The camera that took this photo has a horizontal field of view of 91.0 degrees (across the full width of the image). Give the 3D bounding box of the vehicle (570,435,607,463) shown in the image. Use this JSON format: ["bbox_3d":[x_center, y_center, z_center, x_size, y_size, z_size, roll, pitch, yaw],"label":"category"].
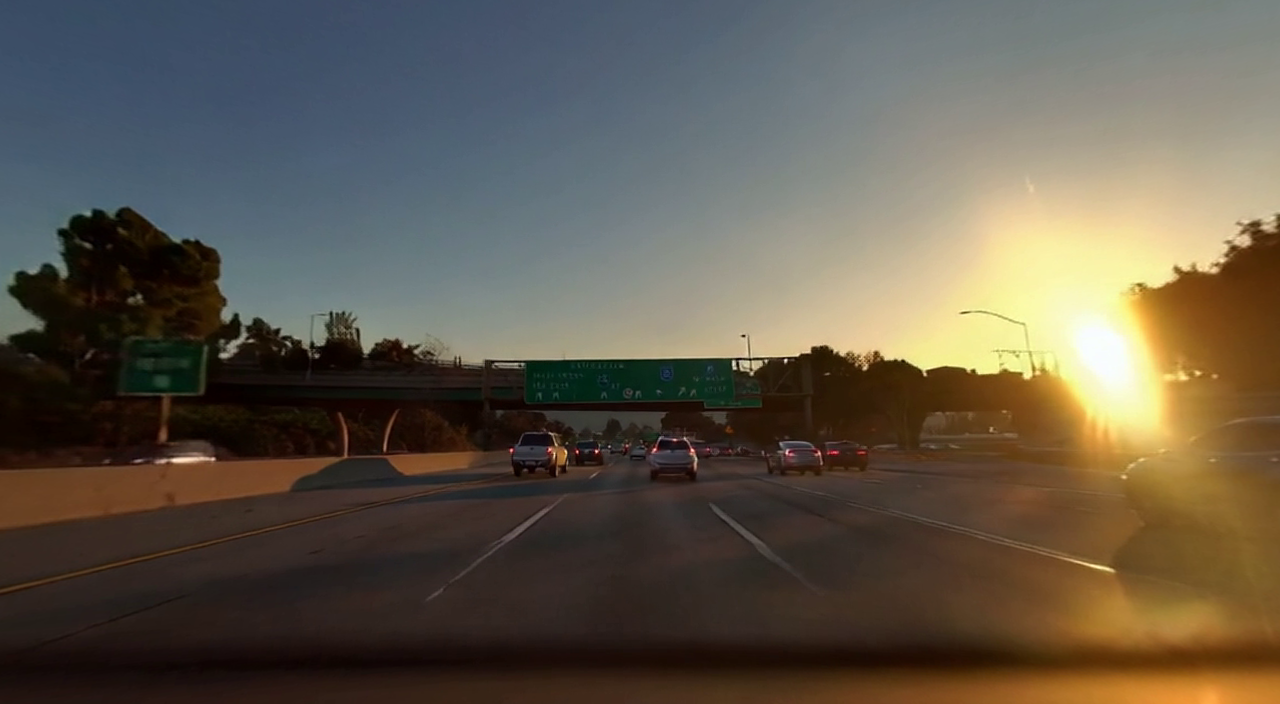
[{"bbox_3d":[-3.942,7.565,49.269,2.317,2.049,5.746,0,-9,1],"label":"vehicle"}]

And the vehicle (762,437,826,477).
[{"bbox_3d":[7.016,4.823,29.142,2.022,1.682,4.226,0,-9,2],"label":"vehicle"}]

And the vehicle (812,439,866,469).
[{"bbox_3d":[12.445,6.422,39.712,2.010,1.765,4.375,0,-9,1],"label":"vehicle"}]

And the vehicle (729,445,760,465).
[{"bbox_3d":[8.118,8.026,49.224,1.815,1.479,3.892,0,-9,0],"label":"vehicle"}]

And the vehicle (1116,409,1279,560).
[{"bbox_3d":[7.718,1.433,6.836,1.989,1.569,3.964,0,-9,1],"label":"vehicle"}]

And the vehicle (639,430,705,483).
[{"bbox_3d":[1.154,3.791,23.032,2.181,1.728,3.970,0,-9,2],"label":"vehicle"}]

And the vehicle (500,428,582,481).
[{"bbox_3d":[-3.639,3.911,24.210,2.199,1.777,4.790,0,-9,2],"label":"vehicle"}]

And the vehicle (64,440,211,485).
[{"bbox_3d":[-21.043,4.613,26.710,2.104,1.702,4.818,0,-9,2],"label":"vehicle"}]
